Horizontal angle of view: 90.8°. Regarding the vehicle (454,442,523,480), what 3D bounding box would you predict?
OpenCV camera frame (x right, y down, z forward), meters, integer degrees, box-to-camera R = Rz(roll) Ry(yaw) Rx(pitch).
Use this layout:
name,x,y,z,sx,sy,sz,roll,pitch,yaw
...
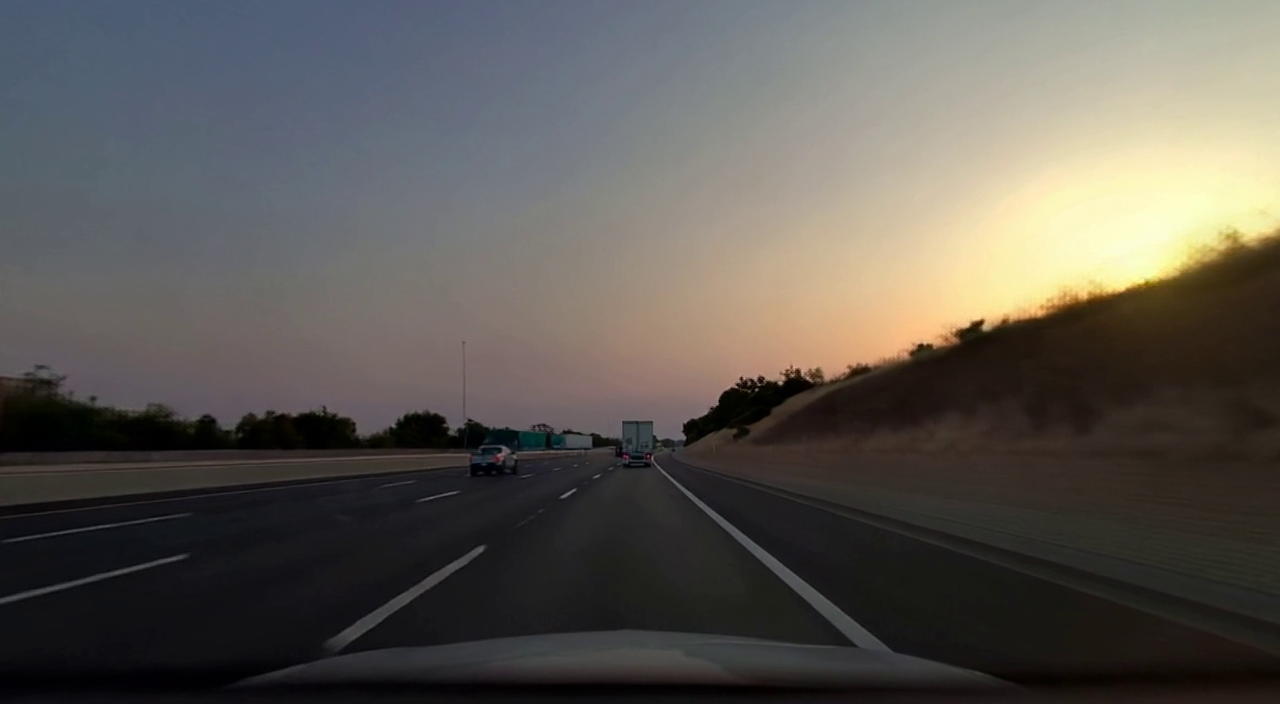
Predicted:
name,x,y,z,sx,sy,sz,roll,pitch,yaw
vehicle,-7.167,5.221,30.420,2.067,1.676,4.789,0,-9,1
